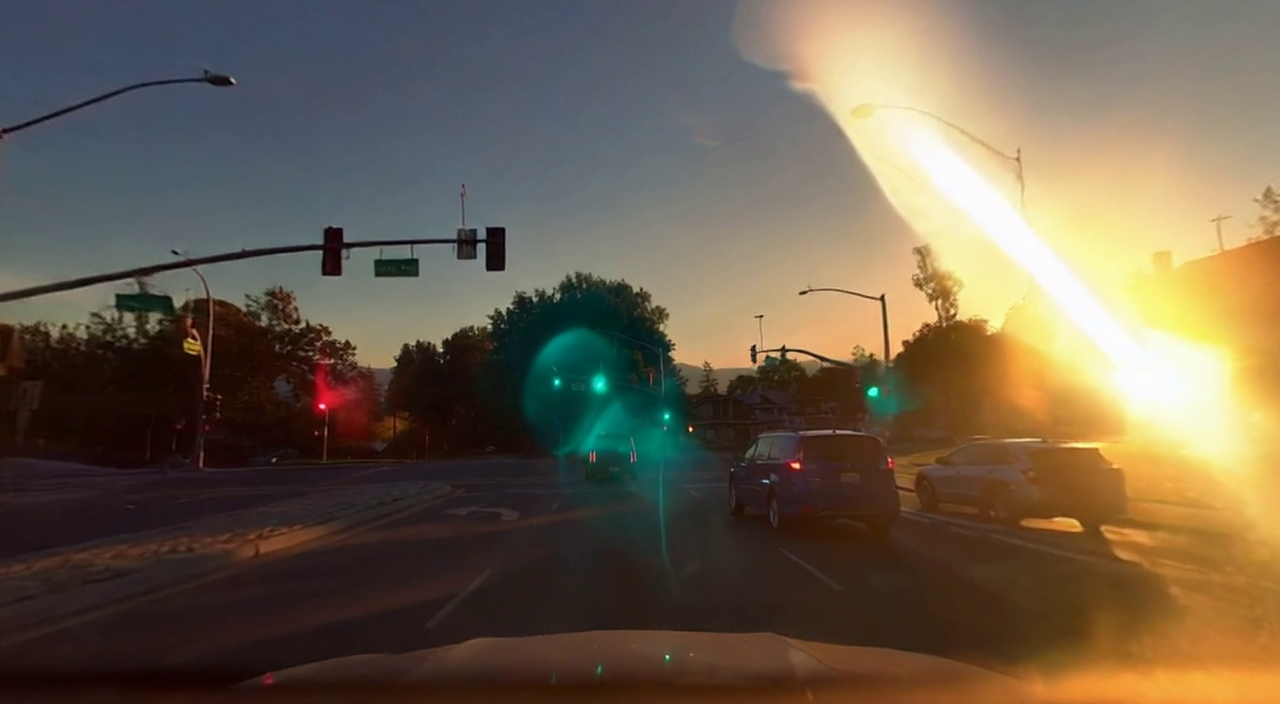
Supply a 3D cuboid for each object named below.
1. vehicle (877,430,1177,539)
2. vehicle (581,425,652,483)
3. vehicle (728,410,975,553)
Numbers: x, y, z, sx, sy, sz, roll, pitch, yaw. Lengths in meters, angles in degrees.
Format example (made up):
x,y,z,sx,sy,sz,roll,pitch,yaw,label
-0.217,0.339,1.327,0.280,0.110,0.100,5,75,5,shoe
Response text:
x,y,z,sx,sy,sz,roll,pitch,yaw,label
6.286,2.201,11.198,2.124,1.474,4.880,0,-9,-2,vehicle
-0.953,3.591,22.458,2.185,1.822,4.583,1,-9,-6,vehicle
2.876,1.889,9.915,2.024,1.686,4.588,0,-9,-4,vehicle
